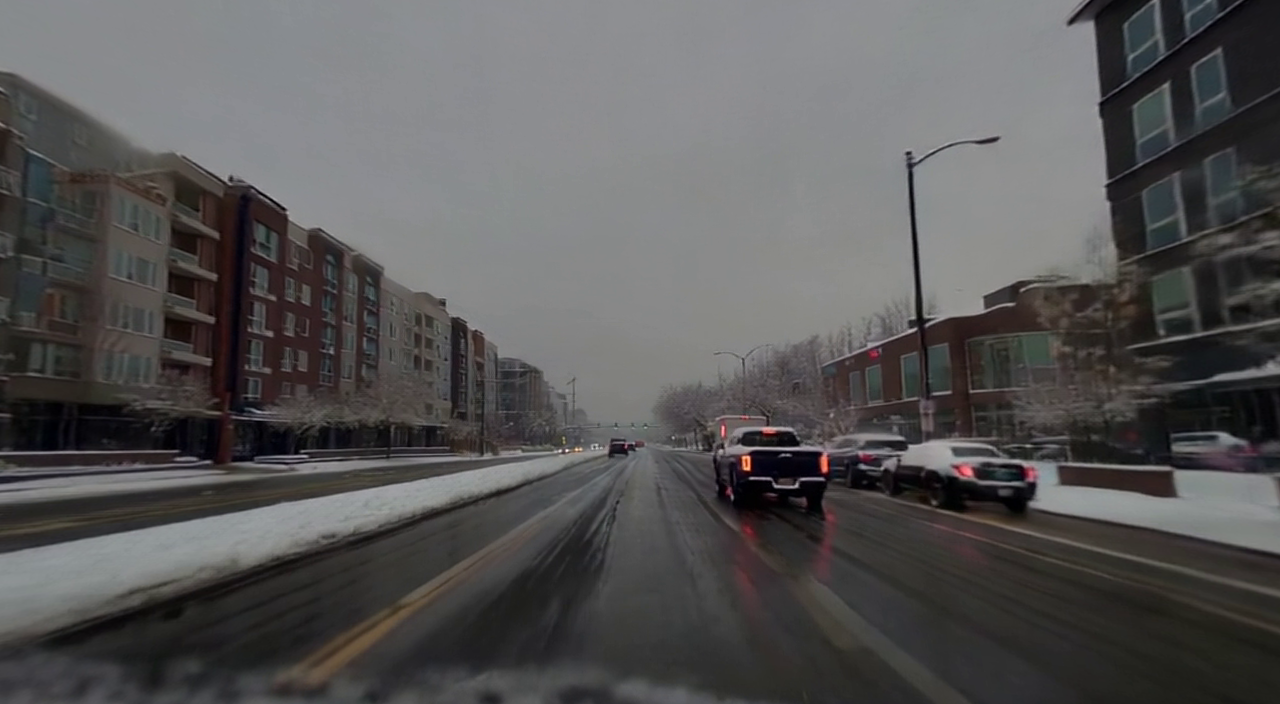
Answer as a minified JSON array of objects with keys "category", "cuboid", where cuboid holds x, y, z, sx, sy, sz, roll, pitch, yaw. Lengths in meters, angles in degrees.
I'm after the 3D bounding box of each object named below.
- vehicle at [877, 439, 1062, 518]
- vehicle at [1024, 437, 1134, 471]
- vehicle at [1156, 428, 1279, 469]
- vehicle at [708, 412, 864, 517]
[{"category":"vehicle","cuboid":[7.016,2.700,14.083,1.795,1.459,4.333,0,-9,0]},{"category":"vehicle","cuboid":[20.828,4.845,30.264,1.780,1.474,4.533,0,-8,-4]},{"category":"vehicle","cuboid":[26.283,4.392,28.836,1.887,1.696,4.337,-1,-8,4]},{"category":"vehicle","cuboid":[2.812,2.334,13.560,2.130,1.787,5.126,0,-8,0]}]
